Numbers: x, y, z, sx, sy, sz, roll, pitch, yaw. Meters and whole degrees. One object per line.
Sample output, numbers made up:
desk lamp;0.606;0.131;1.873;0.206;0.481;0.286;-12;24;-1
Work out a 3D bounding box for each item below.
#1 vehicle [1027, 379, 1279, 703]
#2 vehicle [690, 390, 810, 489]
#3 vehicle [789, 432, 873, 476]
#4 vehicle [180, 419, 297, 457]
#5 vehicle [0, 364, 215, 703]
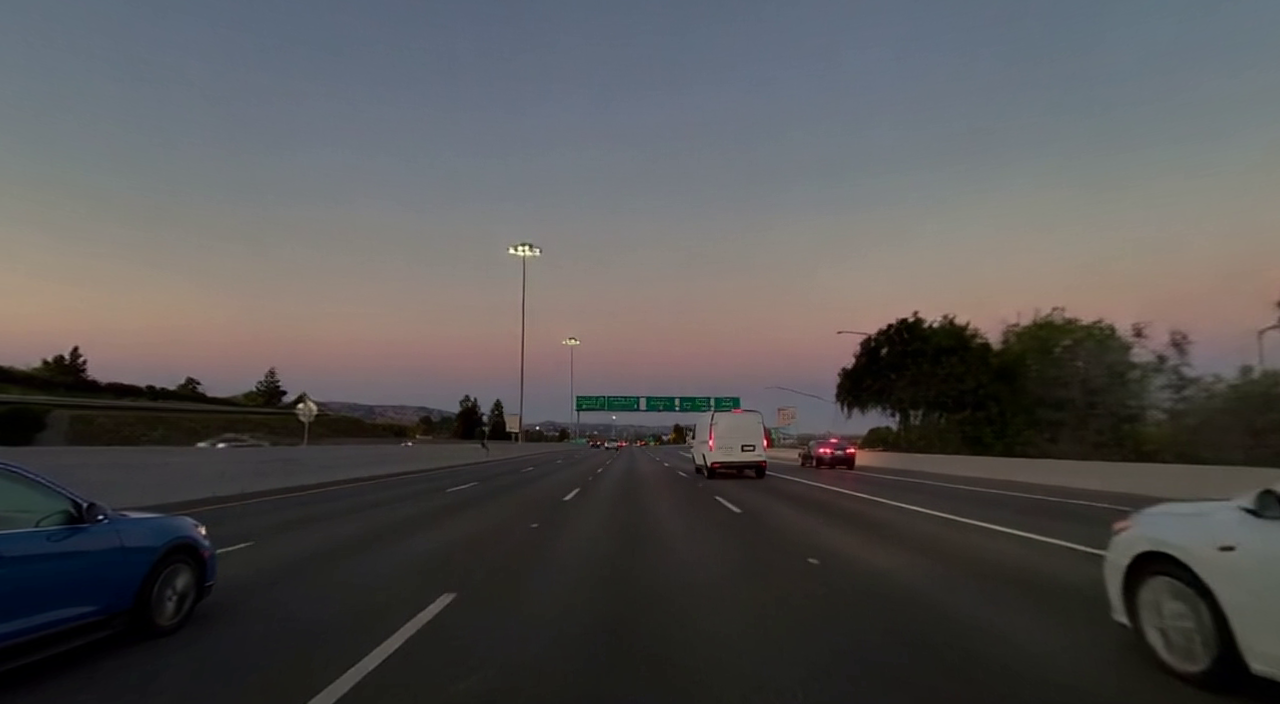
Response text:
vehicle;3.637;0.729;1.573;2.108;1.509;5.059;0;-8;-1
vehicle;3.313;2.903;20.931;2.629;2.718;6.740;0;-8;-1
vehicle;7.614;4.115;25.613;1.978;1.621;4.320;0;-8;-1
vehicle;-18.091;3.938;28.828;2.044;1.573;4.964;0;-8;1
vehicle;-3.863;0.777;2.084;2.000;1.646;4.201;0;-8;-1
